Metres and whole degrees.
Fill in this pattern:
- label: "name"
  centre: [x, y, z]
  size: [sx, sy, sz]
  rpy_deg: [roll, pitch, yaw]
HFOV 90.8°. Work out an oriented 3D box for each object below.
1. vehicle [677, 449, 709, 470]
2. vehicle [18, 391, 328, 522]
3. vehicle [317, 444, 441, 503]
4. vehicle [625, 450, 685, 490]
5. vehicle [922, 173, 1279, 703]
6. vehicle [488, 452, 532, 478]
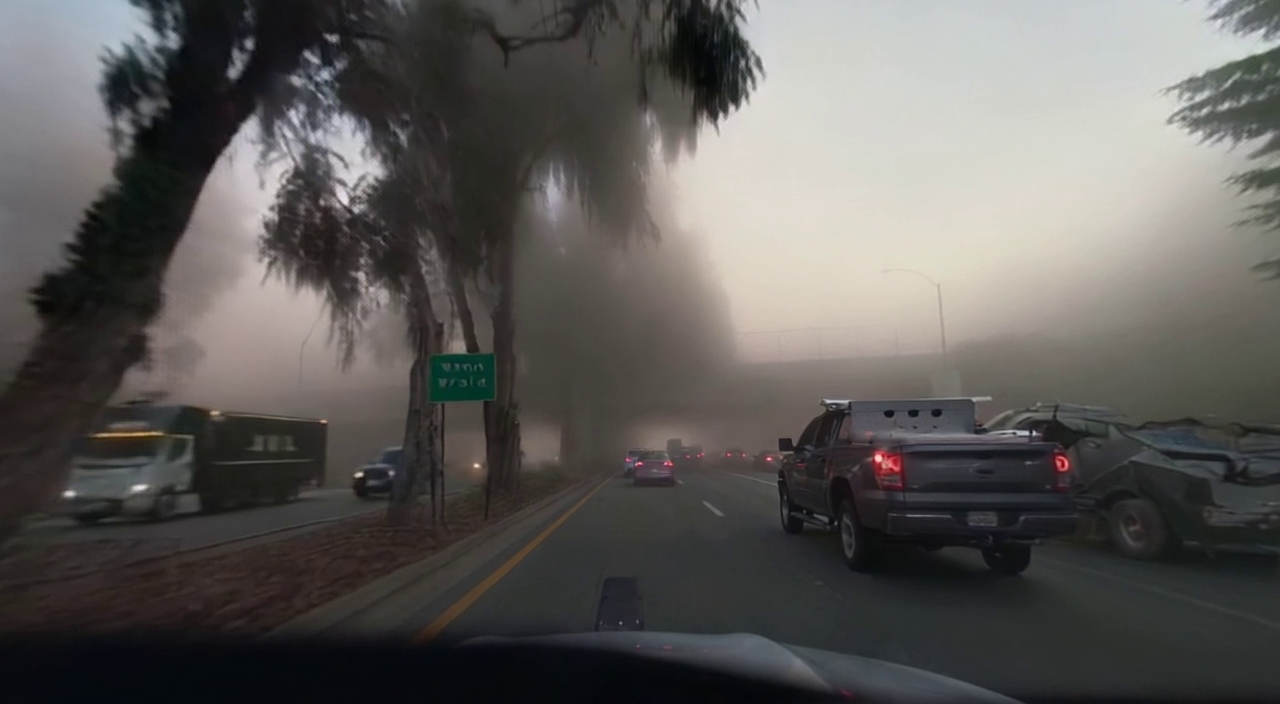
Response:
- label: "vehicle"
  centre: [3.767, 7.741, 45.634]
  size: [1.962, 1.431, 4.205]
  rpy_deg: [0, -9, 0]
- label: "vehicle"
  centre: [-15.830, 3.725, 23.250]
  size: [3.206, 3.617, 10.684]
  rpy_deg: [-1, -8, 0]
- label: "vehicle"
  centre: [-8.627, 4.016, 21.454]
  size: [2.165, 1.764, 4.671]
  rpy_deg: [0, -9, 0]
- label: "vehicle"
  centre: [0.511, 4.312, 23.384]
  size: [2.027, 1.341, 3.775]
  rpy_deg: [0, -9, 0]
- label: "vehicle"
  centre: [3.449, 0.592, 2.254]
  size: [2.588, 2.321, 4.927]
  rpy_deg: [0, -9, 0]
- label: "vehicle"
  centre: [-8.251, 7.184, 40.408]
  size: [1.858, 1.494, 4.034]
  rpy_deg: [0, -9, 1]
